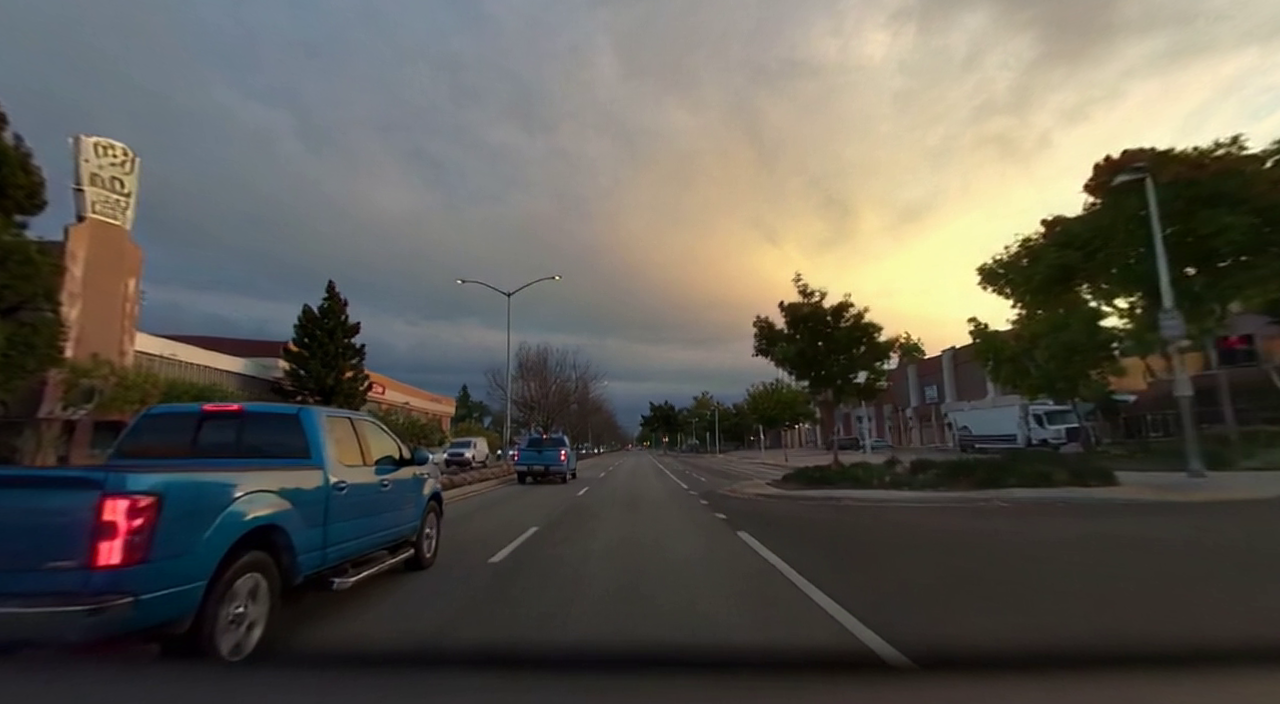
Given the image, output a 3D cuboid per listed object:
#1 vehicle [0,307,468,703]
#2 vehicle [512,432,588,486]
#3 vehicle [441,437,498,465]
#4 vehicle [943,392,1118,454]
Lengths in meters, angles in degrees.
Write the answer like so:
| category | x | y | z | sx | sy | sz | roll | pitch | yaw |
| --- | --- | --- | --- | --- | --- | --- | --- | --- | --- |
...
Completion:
| category | x | y | z | sx | sy | sz | roll | pitch | yaw |
| --- | --- | --- | --- | --- | --- | --- | --- | --- | --- |
| vehicle | -3.196 | 1.115 | 4.712 | 2.277 | 1.801 | 5.250 | 0 | -8 | 1 |
| vehicle | -3.251 | 3.984 | 23.873 | 2.065 | 1.790 | 5.417 | 0 | -8 | 0 |
| vehicle | -11.315 | 6.629 | 42.254 | 2.266 | 1.756 | 5.406 | 0 | -8 | 1 |
| vehicle | 26.139 | 5.095 | 43.721 | 2.948 | 3.576 | 13.937 | 1 | -8 | -2 |
